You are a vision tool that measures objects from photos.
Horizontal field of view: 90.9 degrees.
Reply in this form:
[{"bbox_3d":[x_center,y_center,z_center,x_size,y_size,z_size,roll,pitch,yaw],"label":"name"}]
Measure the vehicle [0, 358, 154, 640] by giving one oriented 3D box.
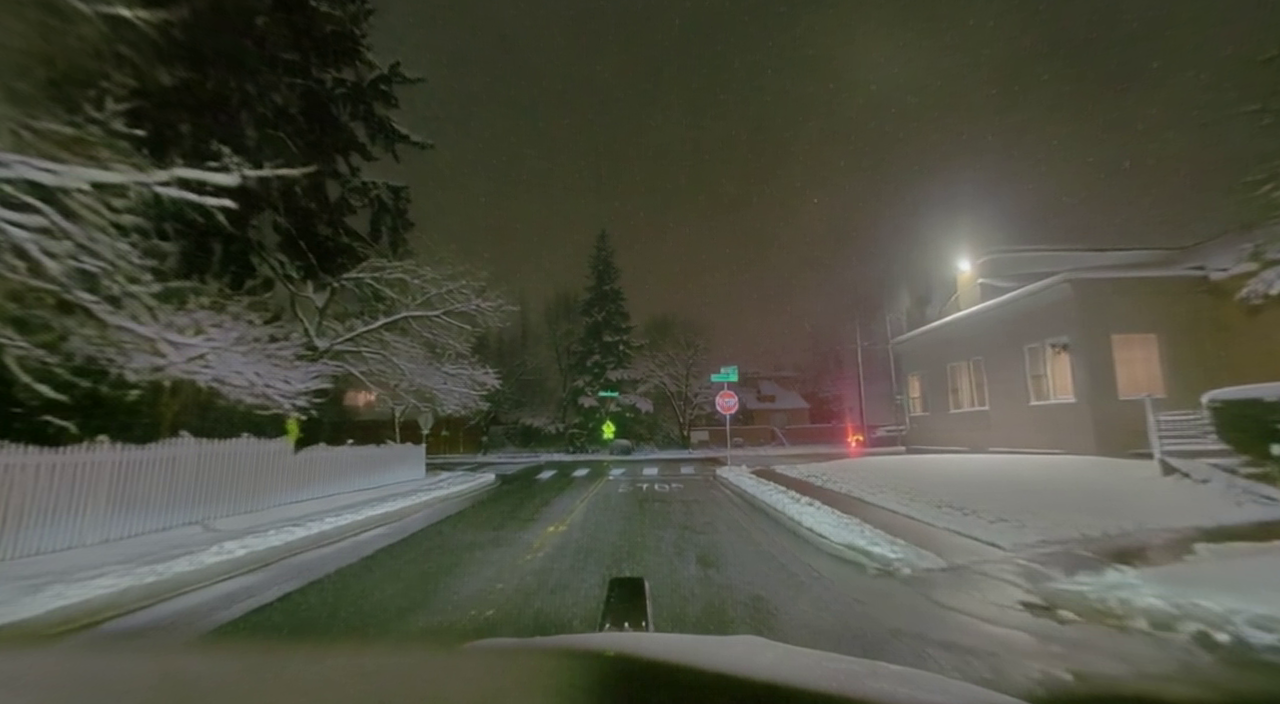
[{"bbox_3d":[-5.602,0.795,2.488,2.308,1.899,6.107,-1,-7,3],"label":"vehicle"}]
